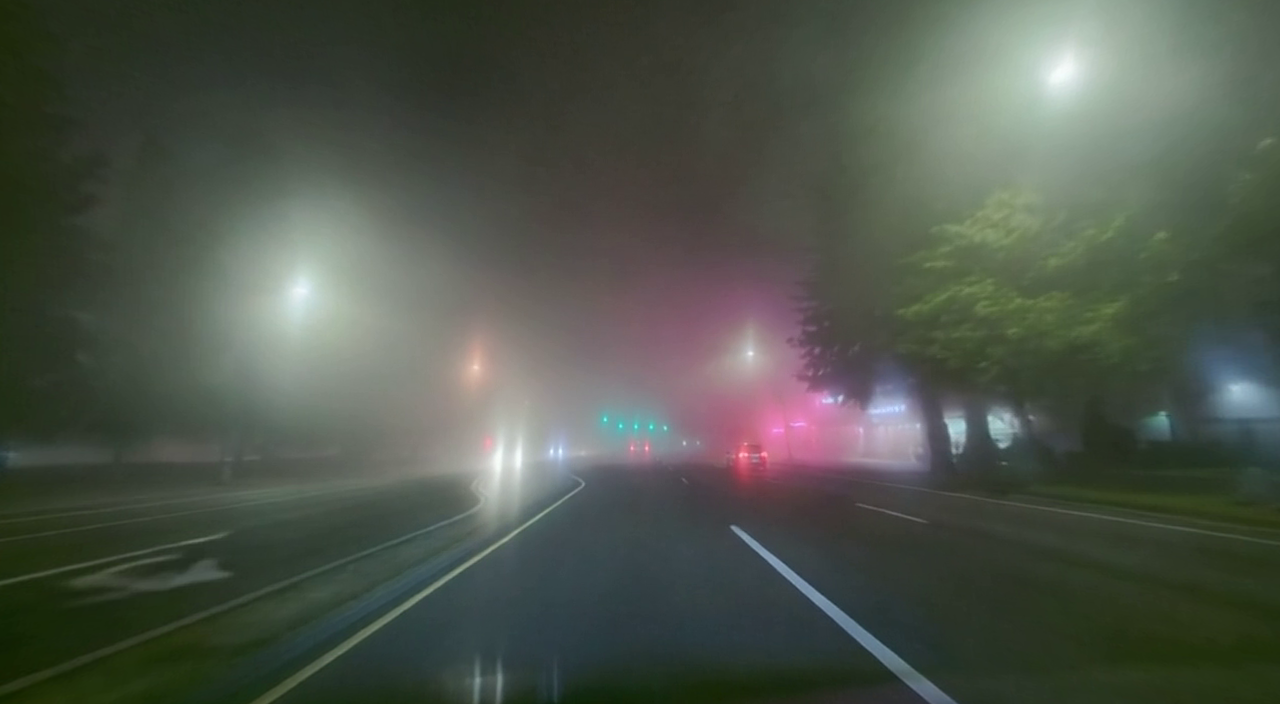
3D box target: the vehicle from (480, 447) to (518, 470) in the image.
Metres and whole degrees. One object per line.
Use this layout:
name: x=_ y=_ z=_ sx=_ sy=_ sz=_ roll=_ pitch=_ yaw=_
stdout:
vehicle: x=-9.953 y=7.529 z=44.884 sx=1.676 sy=1.469 sz=4.362 roll=0 pitch=-9 yaw=0

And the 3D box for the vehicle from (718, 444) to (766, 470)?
vehicle: x=6.289 y=6.513 z=39.472 sx=2.024 sy=1.475 sz=4.600 roll=0 pitch=-9 yaw=-2
